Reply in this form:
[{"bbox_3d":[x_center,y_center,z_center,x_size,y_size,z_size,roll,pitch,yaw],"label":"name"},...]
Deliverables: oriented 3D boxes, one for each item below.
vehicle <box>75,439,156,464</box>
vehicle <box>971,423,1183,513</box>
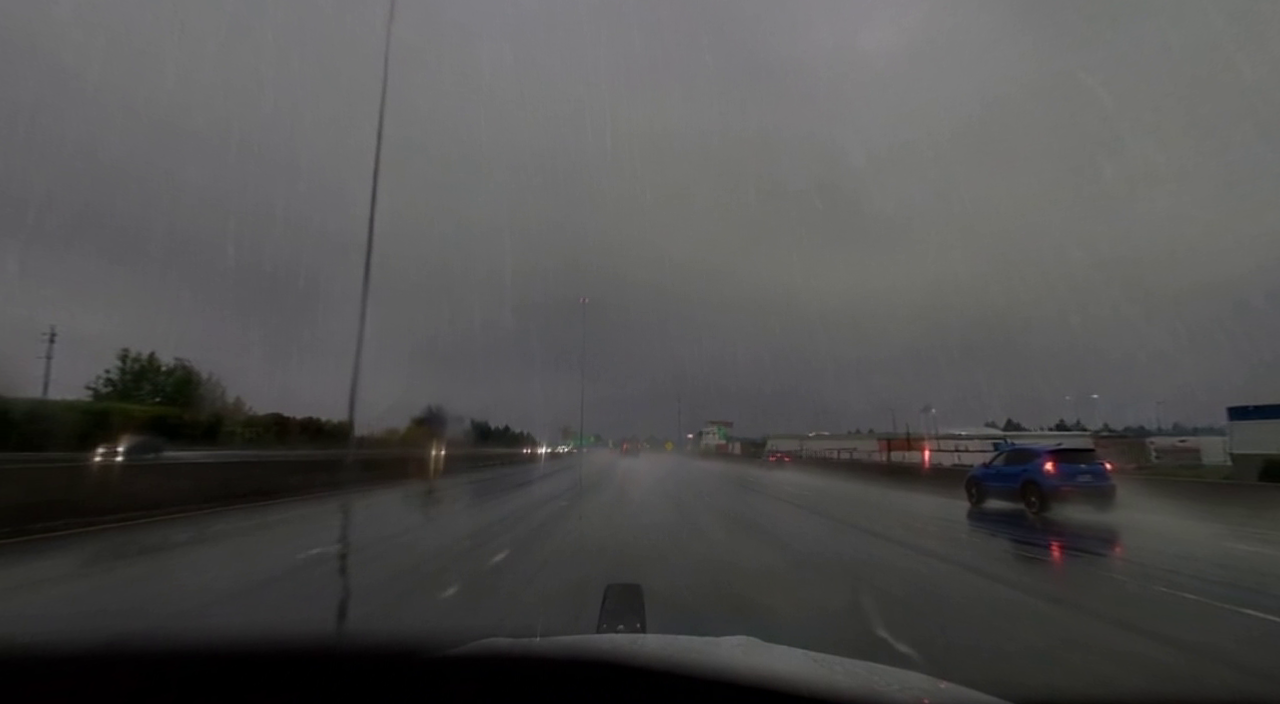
[{"bbox_3d":[-37.264,7.089,44.956,2.001,1.644,4.350,0,-9,0],"label":"vehicle"},{"bbox_3d":[12.888,3.445,19.261,2.411,2.326,5.300,0,-9,-2],"label":"vehicle"}]
